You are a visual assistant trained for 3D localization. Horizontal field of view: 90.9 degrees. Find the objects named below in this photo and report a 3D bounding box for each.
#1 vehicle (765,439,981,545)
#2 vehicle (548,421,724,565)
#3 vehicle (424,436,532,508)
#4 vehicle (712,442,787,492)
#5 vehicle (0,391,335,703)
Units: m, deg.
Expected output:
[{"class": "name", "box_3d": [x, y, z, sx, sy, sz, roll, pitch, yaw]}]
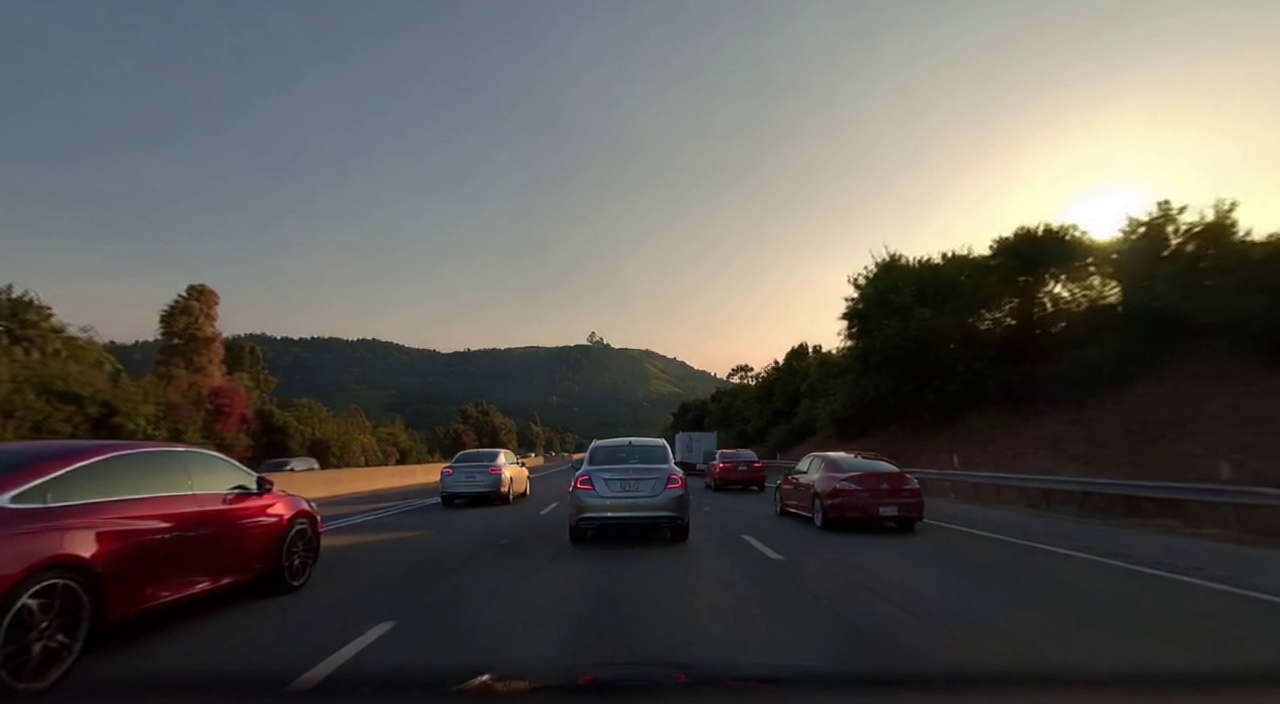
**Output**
[{"class": "vehicle", "box_3d": [3.662, 2.281, 10.982, 1.953, 1.434, 4.511, 0, -9, -1]}, {"class": "vehicle", "box_3d": [-0.104, 1.978, 9.489, 2.093, 1.695, 3.782, 0, -9, -2]}, {"class": "vehicle", "box_3d": [-4.261, 3.213, 17.254, 1.890, 1.708, 3.844, 0, -9, 1]}, {"class": "vehicle", "box_3d": [3.750, 4.014, 22.307, 1.905, 1.590, 3.746, 0, -9, -1]}, {"class": "vehicle", "box_3d": [-4.515, 1.271, 4.785, 2.173, 1.660, 4.373, 0, -9, 0]}]
